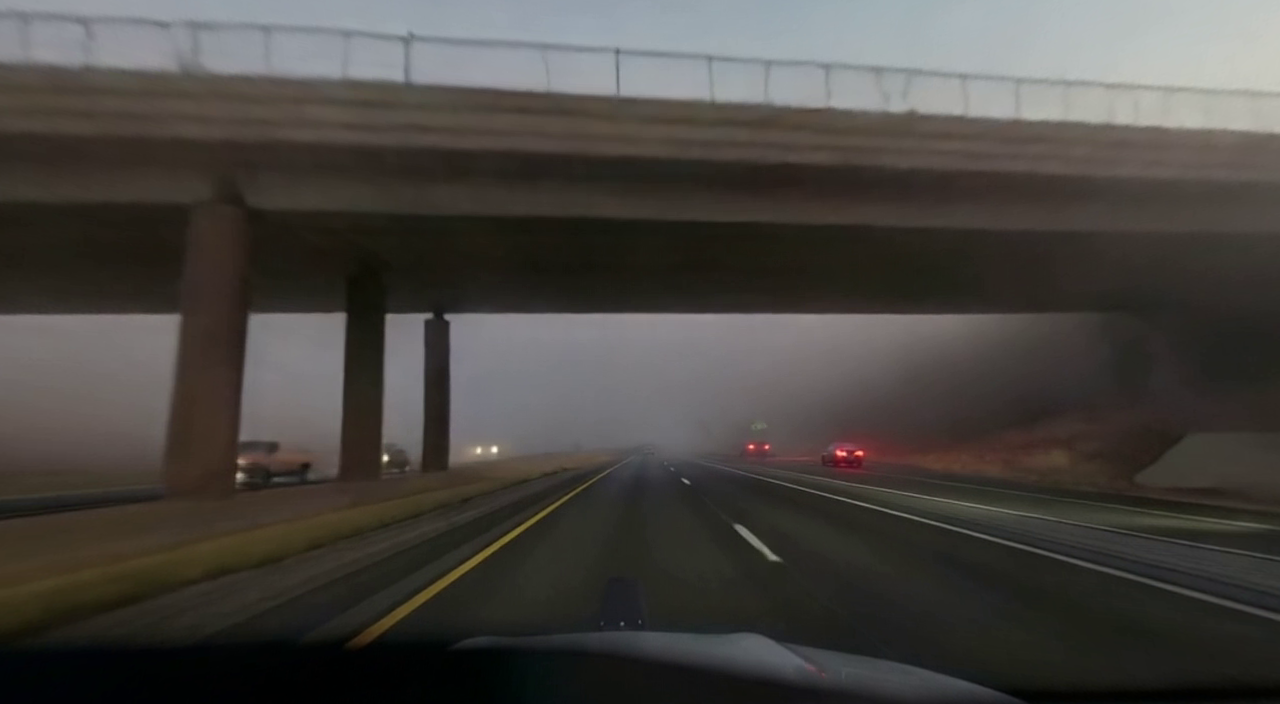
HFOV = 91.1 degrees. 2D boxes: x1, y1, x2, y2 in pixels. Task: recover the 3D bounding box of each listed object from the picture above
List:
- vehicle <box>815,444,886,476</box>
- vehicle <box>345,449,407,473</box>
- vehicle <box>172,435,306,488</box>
[{"bbox_3d":[10.335,5.304,31.151,1.927,1.472,4.076,0,-8,-2],"label":"vehicle"},{"bbox_3d":[-16.967,7.008,40.578,1.953,1.455,4.538,0,-8,1],"label":"vehicle"},{"bbox_3d":[-17.453,4.776,27.790,2.281,2.090,5.409,0,-8,1],"label":"vehicle"}]
